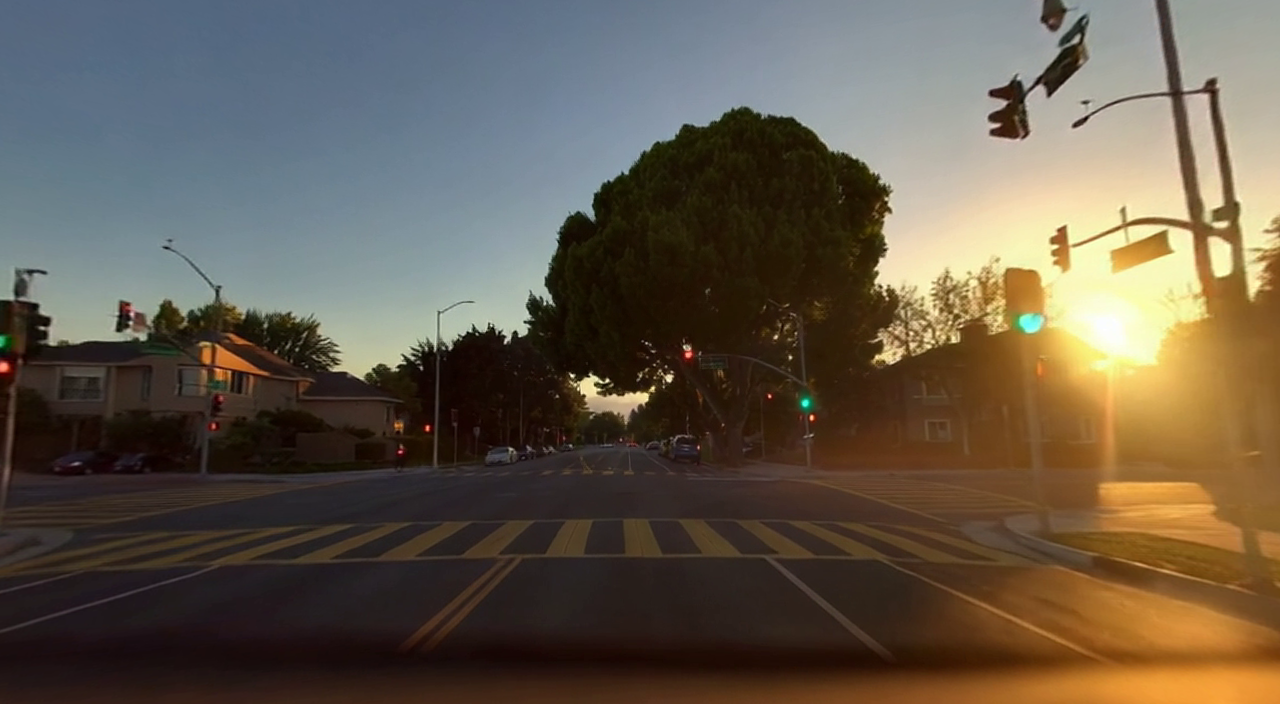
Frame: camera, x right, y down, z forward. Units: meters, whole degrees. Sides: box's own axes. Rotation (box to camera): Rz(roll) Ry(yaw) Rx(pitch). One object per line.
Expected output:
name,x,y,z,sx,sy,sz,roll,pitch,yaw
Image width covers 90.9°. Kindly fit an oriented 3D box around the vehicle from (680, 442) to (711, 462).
vehicle,4.129,7.498,47.338,1.987,1.466,4.389,0,-9,0
